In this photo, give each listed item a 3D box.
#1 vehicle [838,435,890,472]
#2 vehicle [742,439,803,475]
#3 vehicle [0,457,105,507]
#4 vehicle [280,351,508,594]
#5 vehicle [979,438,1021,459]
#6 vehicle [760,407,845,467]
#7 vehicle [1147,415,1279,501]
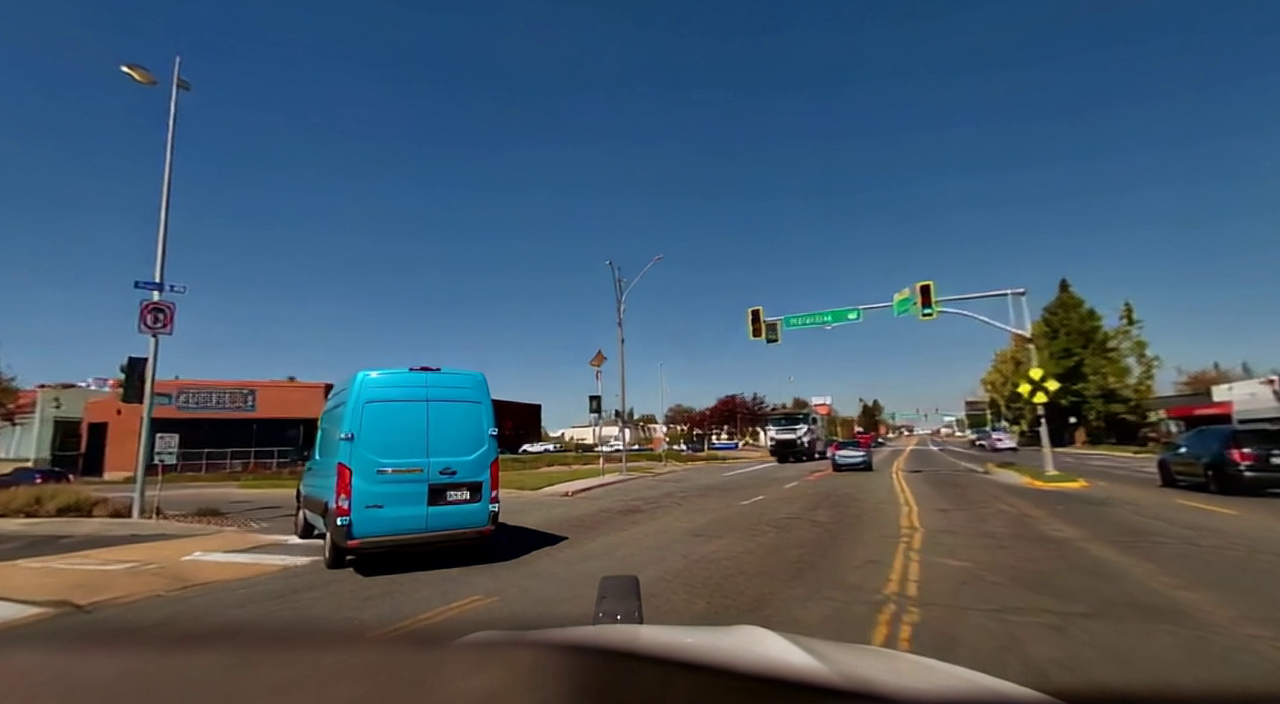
[{"bbox_3d":[10.661,4.801,29.663,1.948,1.613,3.879,-5,-10,23],"label":"vehicle"},{"bbox_3d":[6.527,5.089,30.585,2.017,1.599,4.436,-5,-10,22],"label":"vehicle"},{"bbox_3d":[-21.198,4.464,21.812,4.457,1.533,1.933,-4,-10,22],"label":"vehicle"},{"bbox_3d":[-4.130,1.769,9.919,2.432,2.624,5.670,4,-10,-28],"label":"vehicle"},{"bbox_3d":[27.940,7.494,48.752,2.144,1.473,4.250,-4,-9,21],"label":"vehicle"},{"bbox_3d":[11.184,5.818,41.722,3.158,3.294,13.584,-5,-10,23],"label":"vehicle"},{"bbox_3d":[13.957,2.401,14.445,2.158,1.696,4.417,-4,-10,21],"label":"vehicle"}]
